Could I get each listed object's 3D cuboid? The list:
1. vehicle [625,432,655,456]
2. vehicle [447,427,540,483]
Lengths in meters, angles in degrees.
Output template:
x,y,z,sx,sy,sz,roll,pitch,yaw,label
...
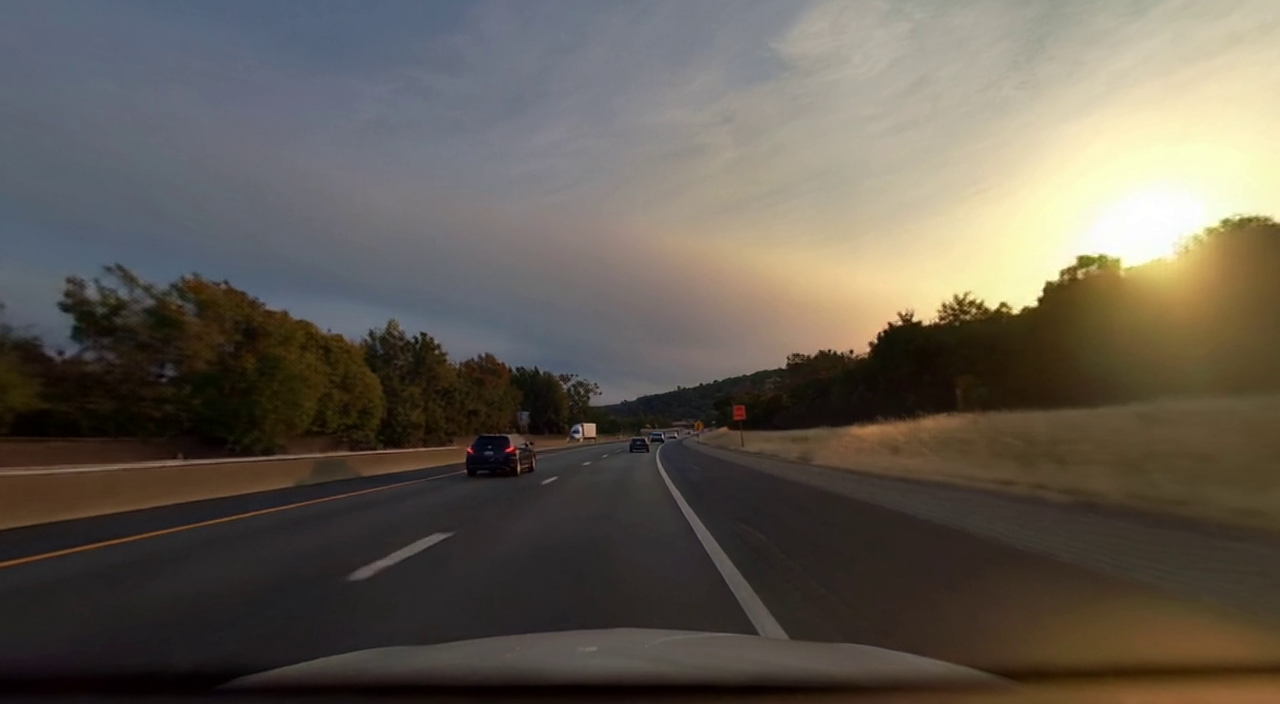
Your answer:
x,y,z,sx,sy,sz,roll,pitch,yaw,label
-0.016,6.841,46.941,2.146,1.636,4.026,0,-8,-1,vehicle
-4.811,3.453,21.364,2.075,1.653,4.317,-1,-8,1,vehicle
